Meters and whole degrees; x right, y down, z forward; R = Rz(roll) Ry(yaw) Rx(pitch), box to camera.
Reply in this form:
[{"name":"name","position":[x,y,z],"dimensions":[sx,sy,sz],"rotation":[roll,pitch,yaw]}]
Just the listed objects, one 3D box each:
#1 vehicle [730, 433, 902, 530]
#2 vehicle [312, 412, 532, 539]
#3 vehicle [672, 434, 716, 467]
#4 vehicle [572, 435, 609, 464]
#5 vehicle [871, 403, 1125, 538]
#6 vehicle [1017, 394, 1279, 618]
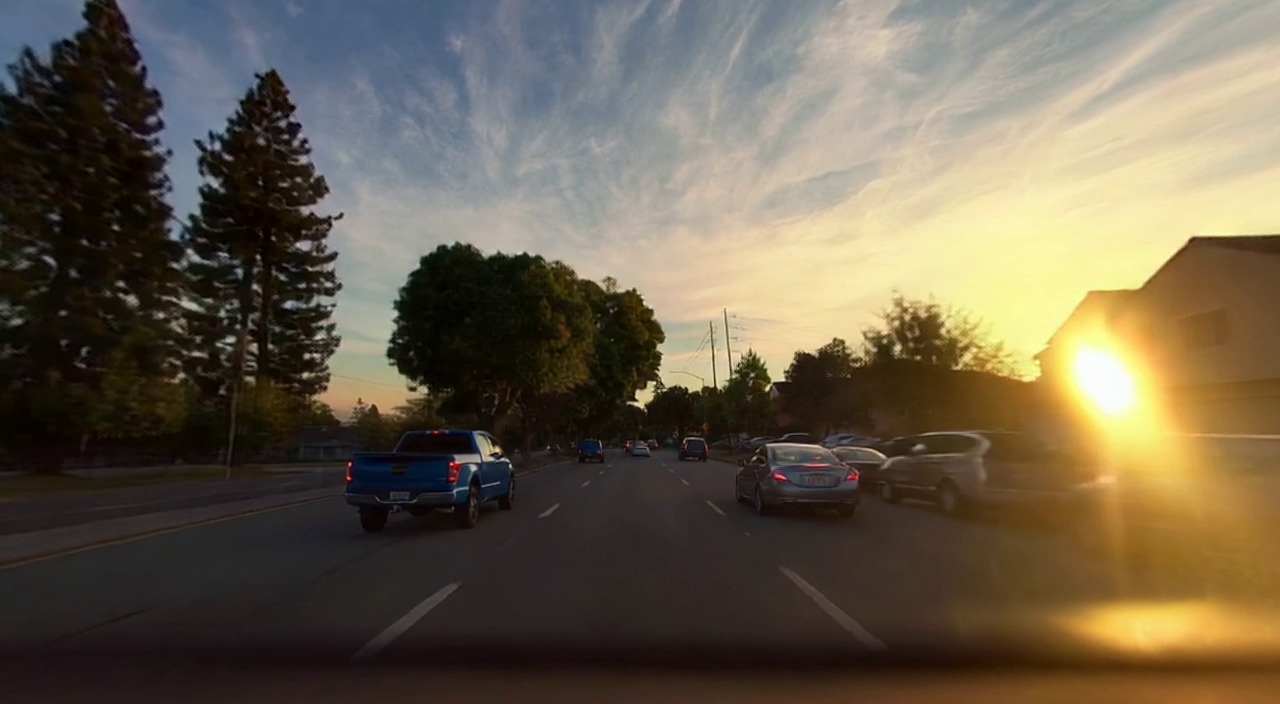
[{"name":"vehicle","position":[2.992,2.289,11.789],"dimensions":[1.884,1.463,4.195],"rotation":[0,-8,-2]},{"name":"vehicle","position":[-3.490,2.109,11.478],"dimensions":[2.111,1.745,5.274],"rotation":[0,-8,0]},{"name":"vehicle","position":[3.162,5.897,37.925],"dimensions":[2.099,1.845,4.363],"rotation":[0,-8,-2]},{"name":"vehicle","position":[-3.385,6.777,44.021],"dimensions":[2.218,1.829,4.492],"rotation":[0,-8,0]},{"name":"vehicle","position":[6.314,2.144,12.034],"dimensions":[2.012,2.032,4.728],"rotation":[0,-8,0]},{"name":"vehicle","position":[6.329,1.441,6.355],"dimensions":[2.031,1.837,4.822],"rotation":[0,-8,0]}]
